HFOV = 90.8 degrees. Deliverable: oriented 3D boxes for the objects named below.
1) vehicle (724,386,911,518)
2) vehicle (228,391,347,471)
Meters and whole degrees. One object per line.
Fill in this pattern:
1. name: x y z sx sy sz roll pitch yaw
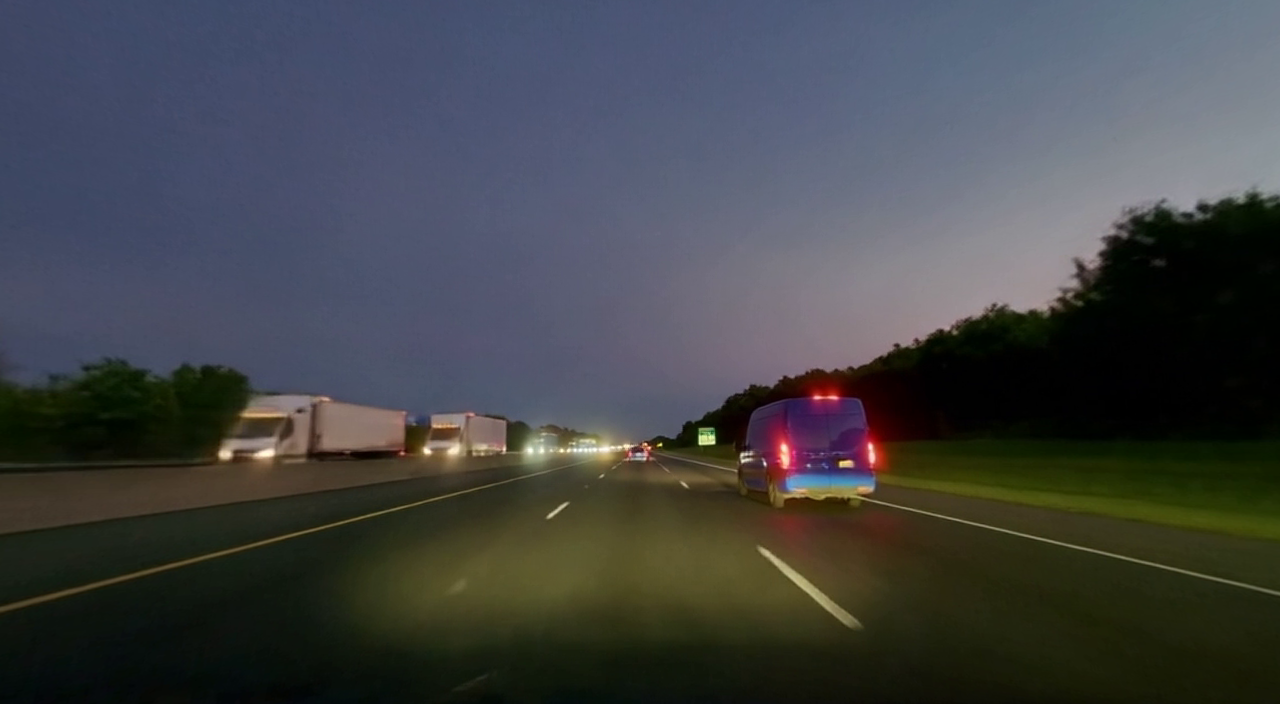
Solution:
1. vehicle: 3.856 2.428 15.524 2.552 2.524 6.630 0 -9 -1
2. vehicle: -19.517 4.521 35.498 3.078 4.095 6.013 0 -9 0
